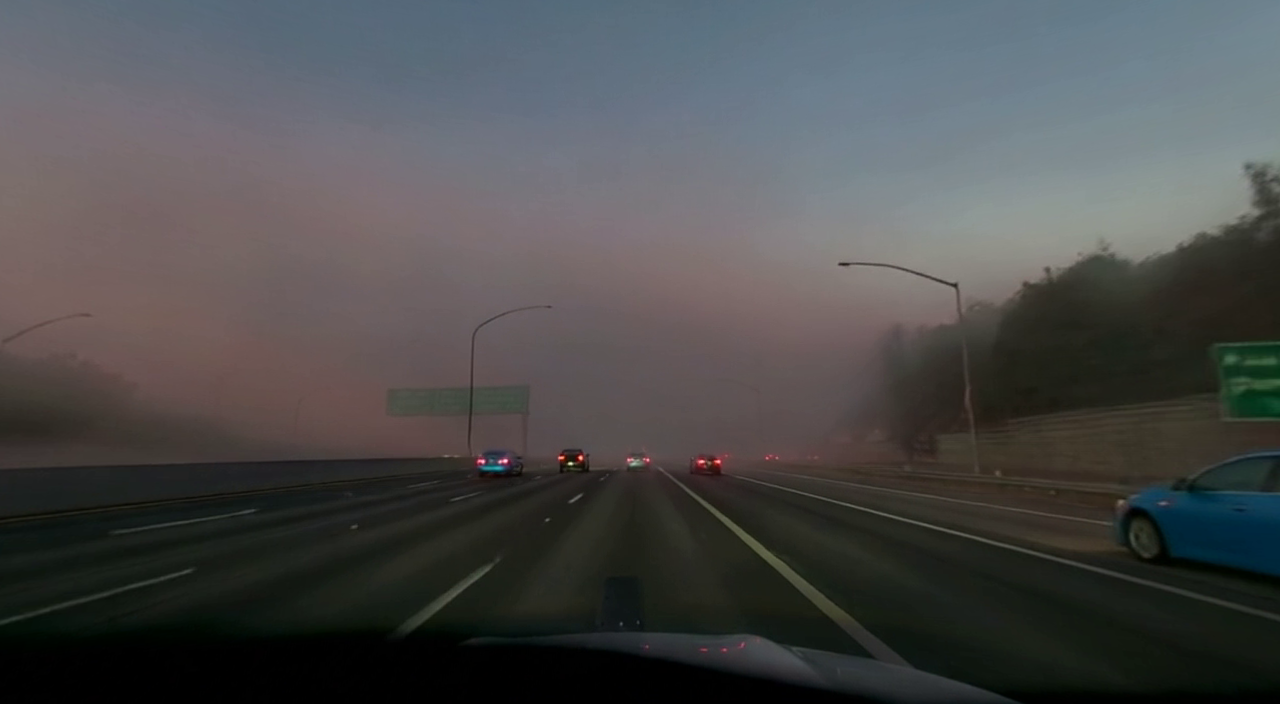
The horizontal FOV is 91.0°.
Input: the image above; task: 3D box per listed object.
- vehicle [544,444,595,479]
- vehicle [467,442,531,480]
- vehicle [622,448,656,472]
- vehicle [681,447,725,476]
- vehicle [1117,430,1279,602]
[{"bbox_3d":[-3.578,5.616,32.689,2.091,1.664,4.157,0,-9,1],"label":"vehicle"},{"bbox_3d":[-6.906,5.346,31.291,2.112,1.721,4.381,0,-9,1],"label":"vehicle"},{"bbox_3d":[-0.069,7.270,42.627,2.166,1.496,4.158,0,-9,0],"label":"vehicle"},{"bbox_3d":[3.625,6.380,36.939,2.077,1.527,4.553,0,-9,-1],"label":"vehicle"},{"bbox_3d":[6.938,1.479,5.512,1.981,1.587,4.519,0,-9,0],"label":"vehicle"}]
